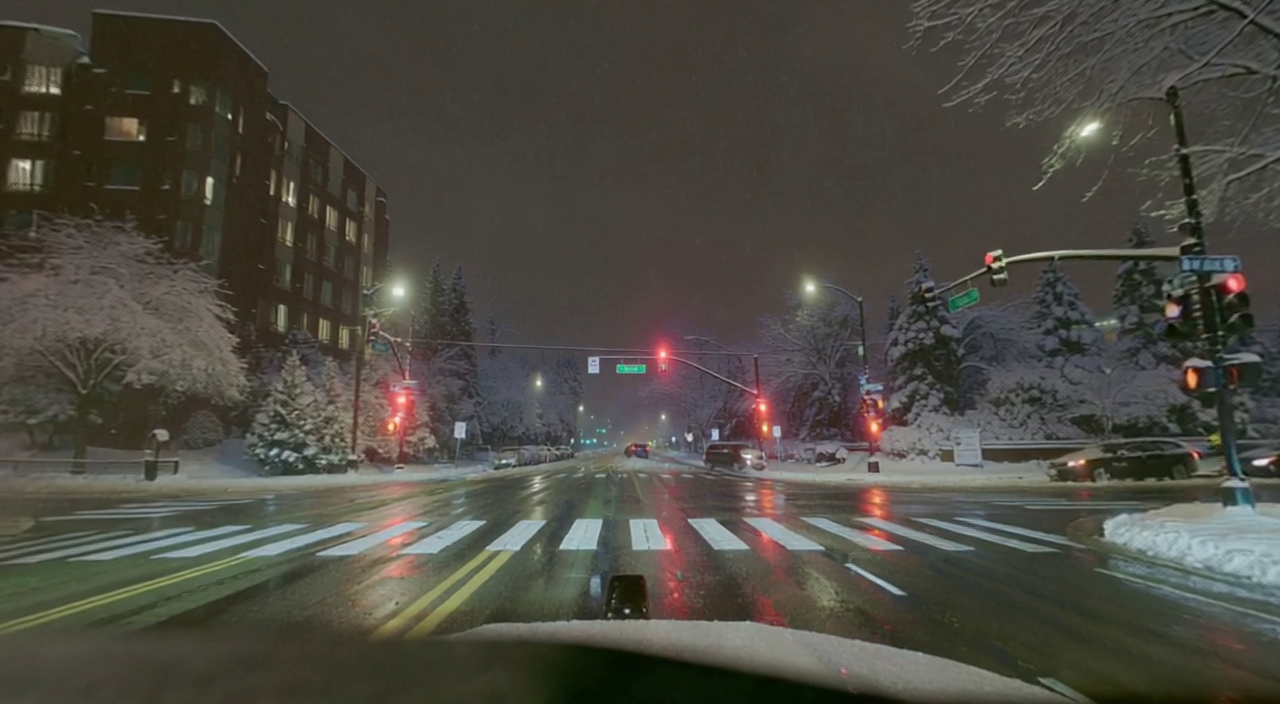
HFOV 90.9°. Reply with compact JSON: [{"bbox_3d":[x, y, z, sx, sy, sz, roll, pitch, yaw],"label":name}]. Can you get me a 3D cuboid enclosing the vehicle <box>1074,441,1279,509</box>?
[{"bbox_3d":[12.977,2.800,14.563,4.424,1.436,1.804,-1,-9,5],"label":"vehicle"}]
